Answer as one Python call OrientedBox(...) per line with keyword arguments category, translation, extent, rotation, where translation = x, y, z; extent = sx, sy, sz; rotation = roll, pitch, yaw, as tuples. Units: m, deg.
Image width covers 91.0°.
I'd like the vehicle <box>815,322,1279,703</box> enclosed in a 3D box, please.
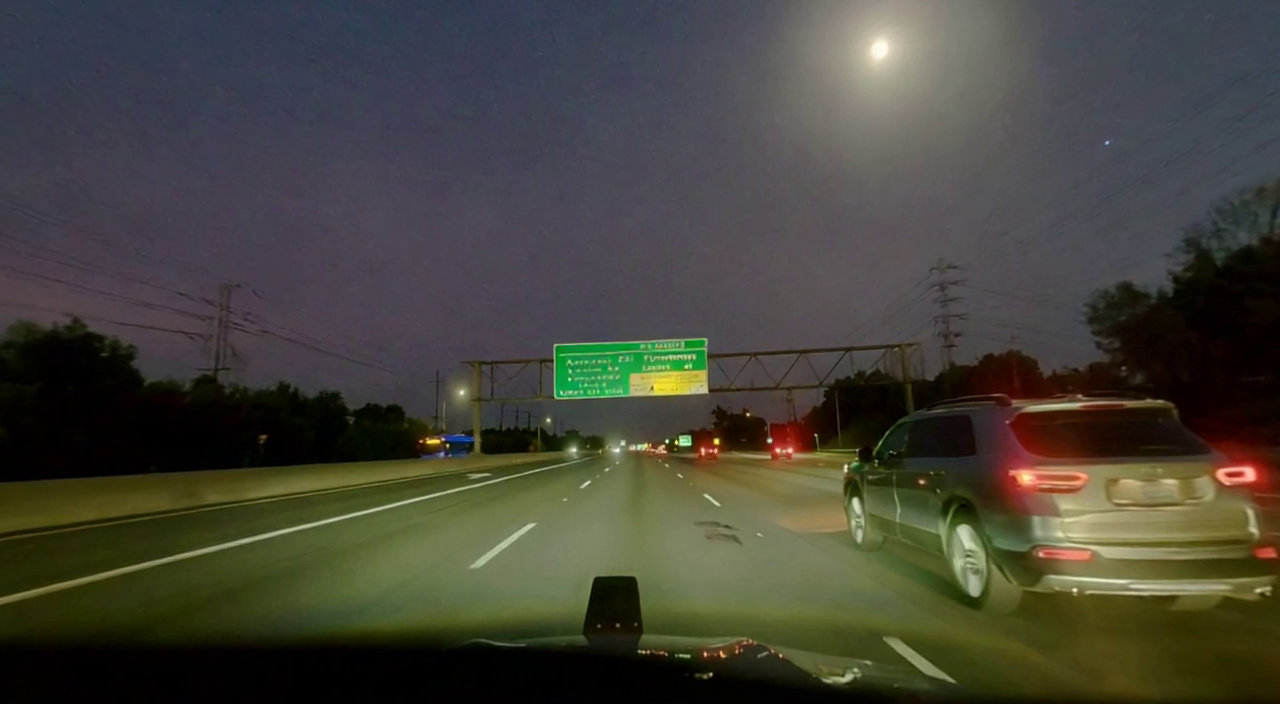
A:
OrientedBox(category="vehicle", translation=(3.245, 1.146, 5.093), extent=(2.207, 1.850, 4.875), rotation=(0, -9, 0))
